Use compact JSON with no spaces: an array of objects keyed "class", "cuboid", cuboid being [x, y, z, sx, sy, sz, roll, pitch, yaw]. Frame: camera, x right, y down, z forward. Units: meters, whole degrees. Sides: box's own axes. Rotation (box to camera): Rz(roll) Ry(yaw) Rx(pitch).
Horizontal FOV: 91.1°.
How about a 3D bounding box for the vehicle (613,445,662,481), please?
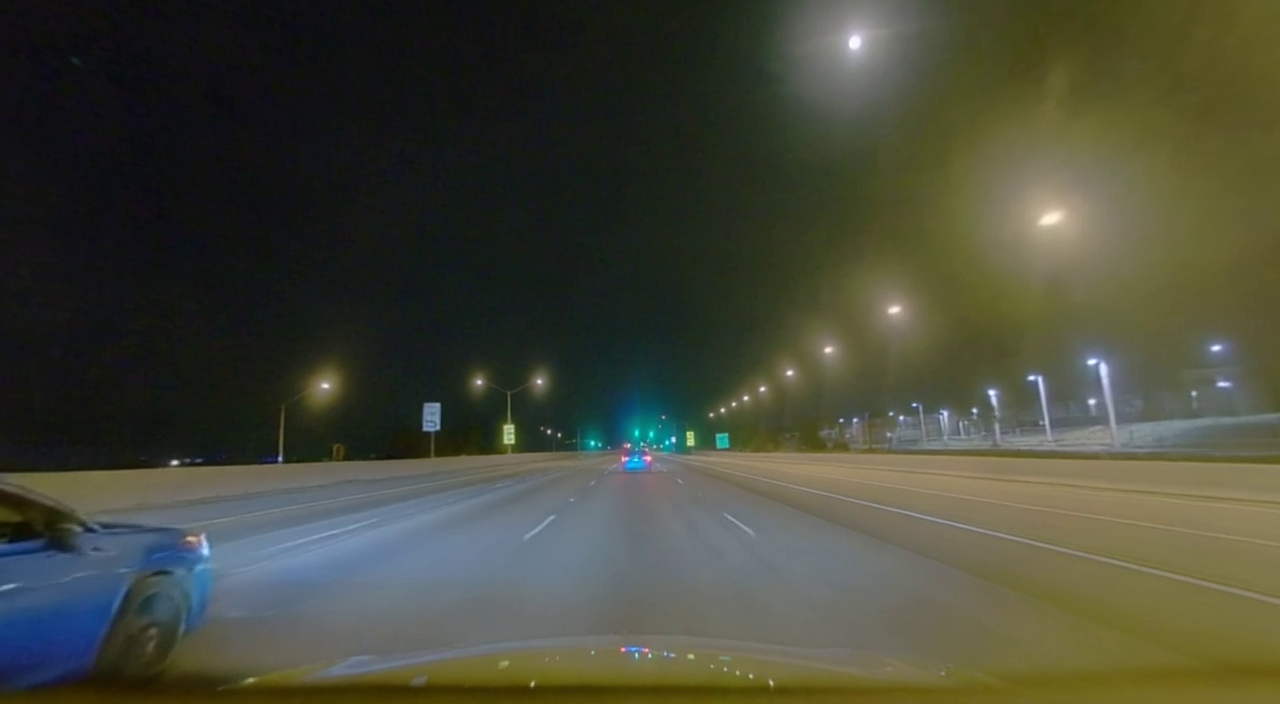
[{"class":"vehicle","cuboid":[-0.161,5.055,28.976,2.055,1.501,4.321,0,-9,-1]}]
